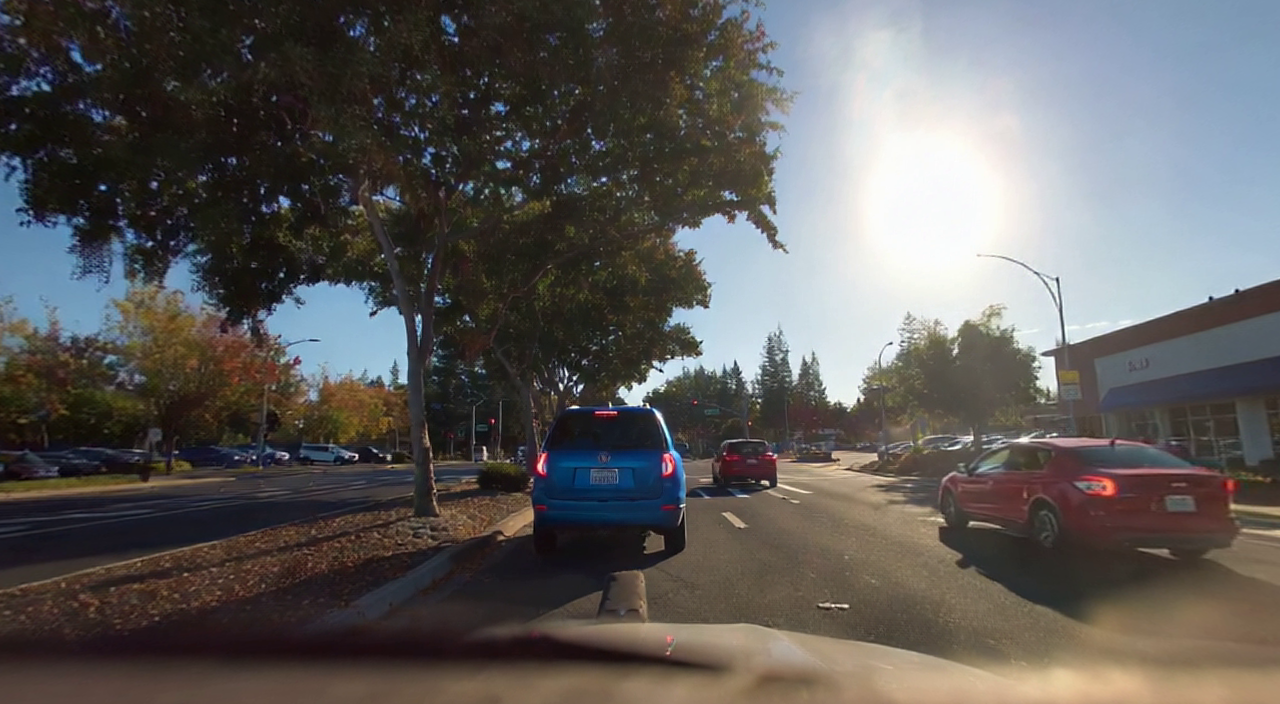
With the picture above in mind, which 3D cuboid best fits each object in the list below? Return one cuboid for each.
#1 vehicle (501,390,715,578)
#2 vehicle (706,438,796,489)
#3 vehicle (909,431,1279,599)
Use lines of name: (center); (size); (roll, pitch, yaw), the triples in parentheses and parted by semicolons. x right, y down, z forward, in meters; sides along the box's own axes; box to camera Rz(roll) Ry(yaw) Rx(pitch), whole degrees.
vehicle: (-0.290, 1.650, 8.647); (2.096, 1.837, 4.687); (0, -9, 1)
vehicle: (3.685, 3.795, 21.950); (2.098, 1.555, 4.778); (0, -9, -2)
vehicle: (5.392, 1.806, 8.025); (1.930, 1.478, 4.643); (0, -9, 1)
